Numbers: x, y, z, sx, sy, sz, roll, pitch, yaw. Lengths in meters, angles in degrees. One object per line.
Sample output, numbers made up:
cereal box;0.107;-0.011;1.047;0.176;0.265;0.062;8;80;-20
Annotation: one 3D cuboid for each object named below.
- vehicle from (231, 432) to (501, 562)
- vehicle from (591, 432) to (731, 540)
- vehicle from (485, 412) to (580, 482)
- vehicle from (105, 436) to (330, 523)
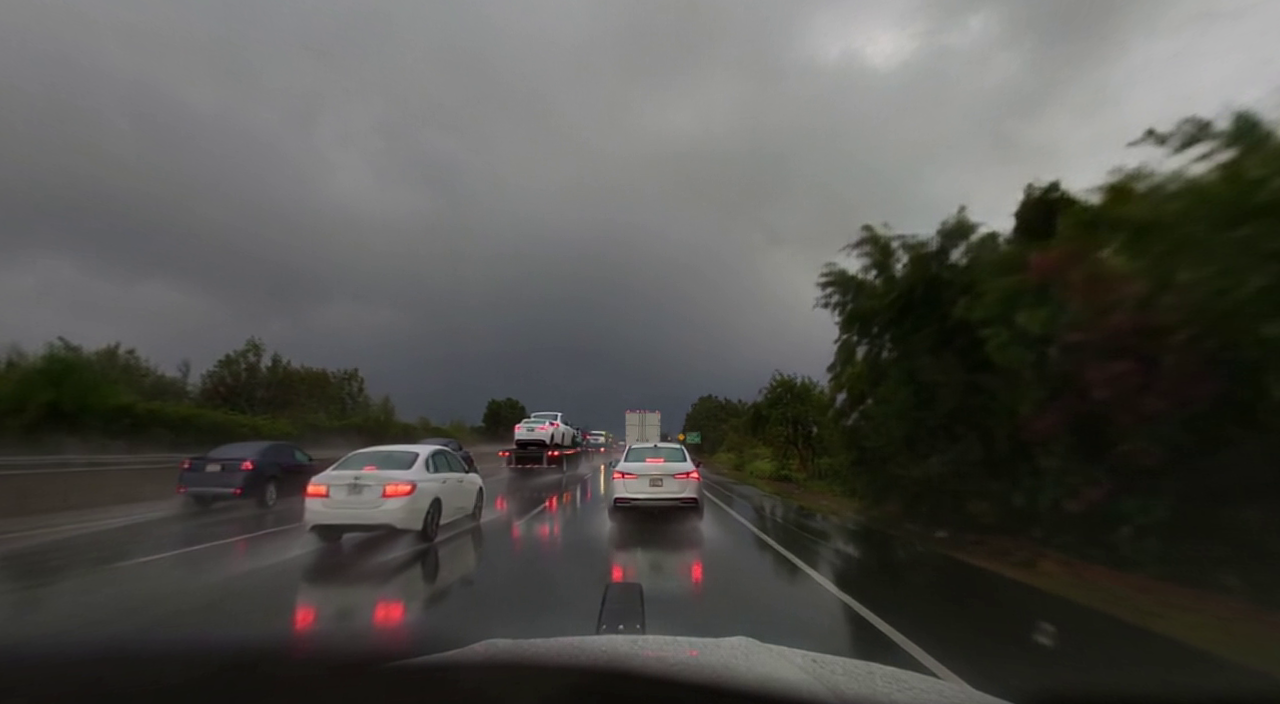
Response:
vehicle;-3.656;2.015;9.557;1.947;1.470;4.526;0;-9;2
vehicle;0.318;2.171;10.734;1.991;1.507;3.391;0;-9;1
vehicle;-2.675;2.495;16.616;2.031;1.594;4.103;0;-9;-4
vehicle;-8.403;2.543;13.100;1.888;1.507;3.949;0;-9;0
